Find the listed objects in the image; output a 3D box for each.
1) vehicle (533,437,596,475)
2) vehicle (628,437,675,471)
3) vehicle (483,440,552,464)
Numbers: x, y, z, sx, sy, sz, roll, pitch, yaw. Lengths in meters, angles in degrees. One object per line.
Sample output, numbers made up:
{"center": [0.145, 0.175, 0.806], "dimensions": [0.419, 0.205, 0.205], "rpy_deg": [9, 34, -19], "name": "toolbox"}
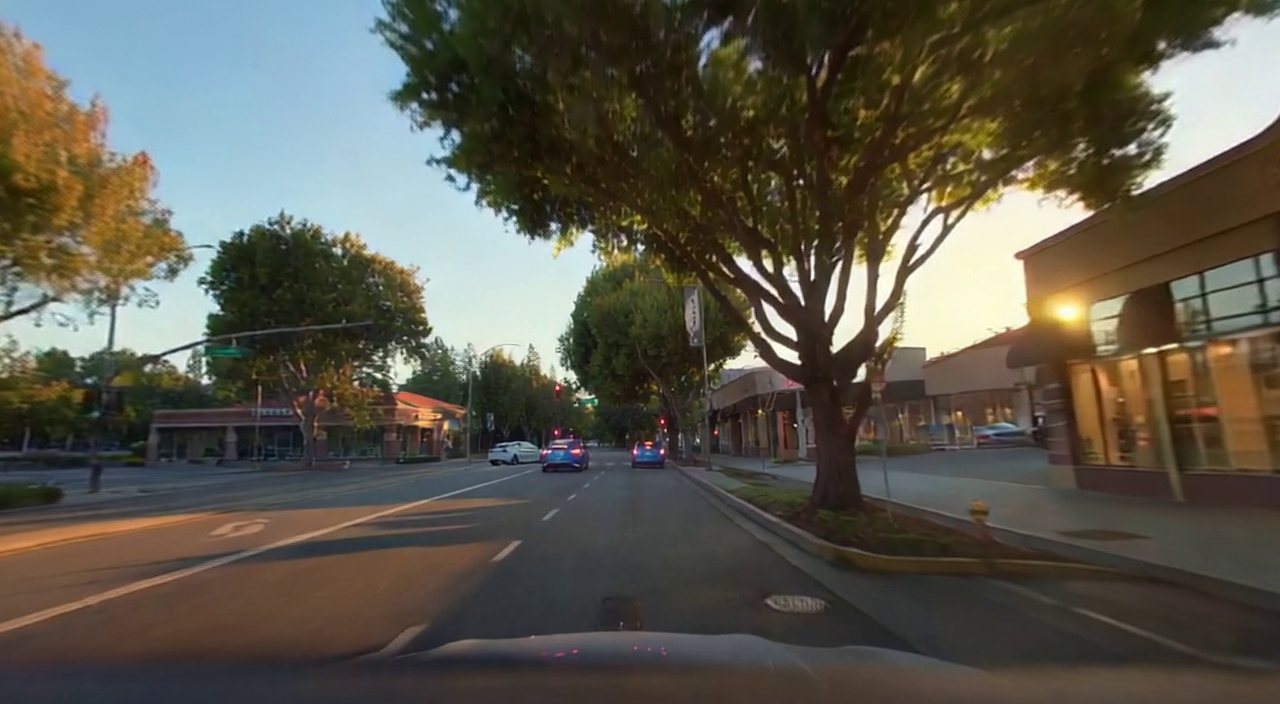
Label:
{"center": [-3.100, 4.403, 26.928], "dimensions": [2.032, 1.467, 4.411], "rpy_deg": [0, -9, 1], "name": "vehicle"}
{"center": [0.520, 4.774, 29.727], "dimensions": [2.059, 1.456, 4.047], "rpy_deg": [0, -9, 0], "name": "vehicle"}
{"center": [-8.965, 7.281, 46.192], "dimensions": [4.541, 1.689, 1.966], "rpy_deg": [5, -10, -29], "name": "vehicle"}
